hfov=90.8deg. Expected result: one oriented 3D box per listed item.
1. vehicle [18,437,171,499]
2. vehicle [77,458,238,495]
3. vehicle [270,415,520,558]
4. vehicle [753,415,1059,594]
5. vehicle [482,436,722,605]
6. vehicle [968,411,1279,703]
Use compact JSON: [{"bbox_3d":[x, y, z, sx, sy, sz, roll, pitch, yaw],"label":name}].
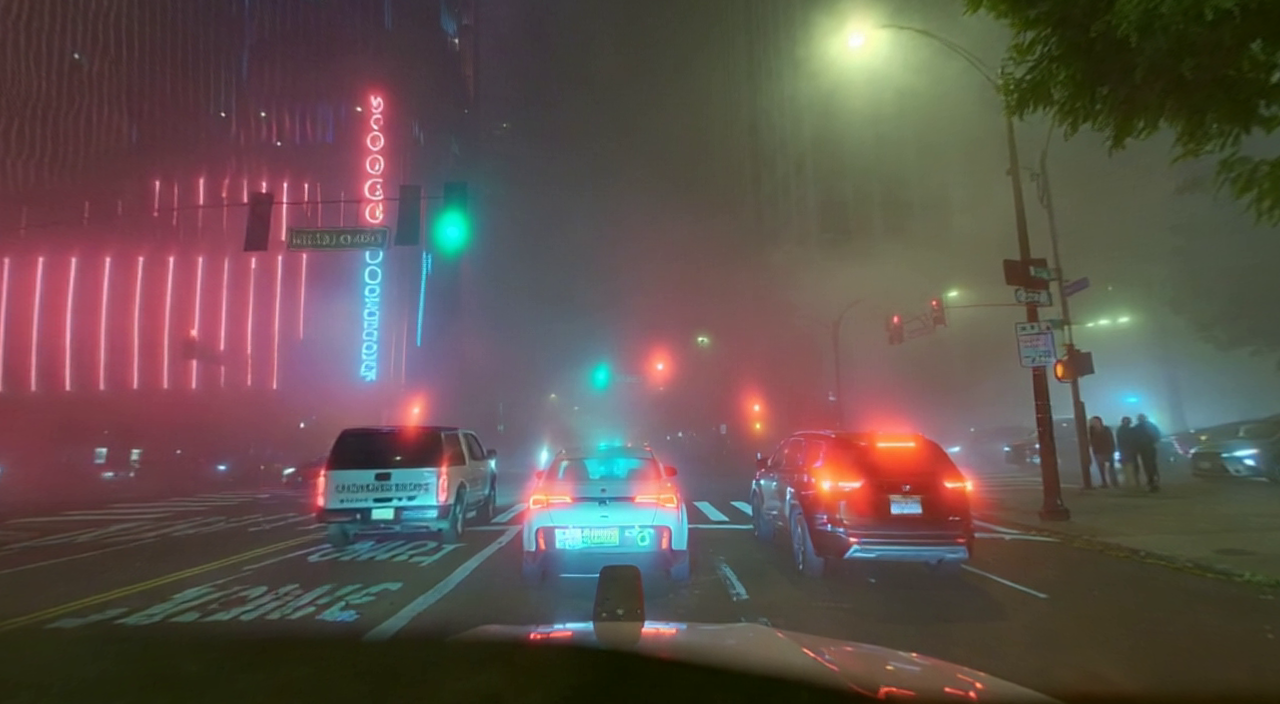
[{"bbox_3d":[-30.877,6.522,35.941,5.896,3.276,2.809,1,-8,1],"label":"vehicle"},{"bbox_3d":[-20.273,5.241,26.703,5.153,1.449,1.966,0,-8,0],"label":"vehicle"},{"bbox_3d":[-3.692,2.138,10.916,2.190,1.840,5.272,0,-8,0],"label":"vehicle"},{"bbox_3d":[3.038,1.846,8.626,2.072,1.735,4.759,0,-8,0],"label":"vehicle"},{"bbox_3d":[-0.356,1.784,7.650,2.092,1.454,4.132,0,-8,-1],"label":"vehicle"},{"bbox_3d":[2.736,0.804,1.115,1.902,1.454,4.540,0,-8,0],"label":"vehicle"}]
